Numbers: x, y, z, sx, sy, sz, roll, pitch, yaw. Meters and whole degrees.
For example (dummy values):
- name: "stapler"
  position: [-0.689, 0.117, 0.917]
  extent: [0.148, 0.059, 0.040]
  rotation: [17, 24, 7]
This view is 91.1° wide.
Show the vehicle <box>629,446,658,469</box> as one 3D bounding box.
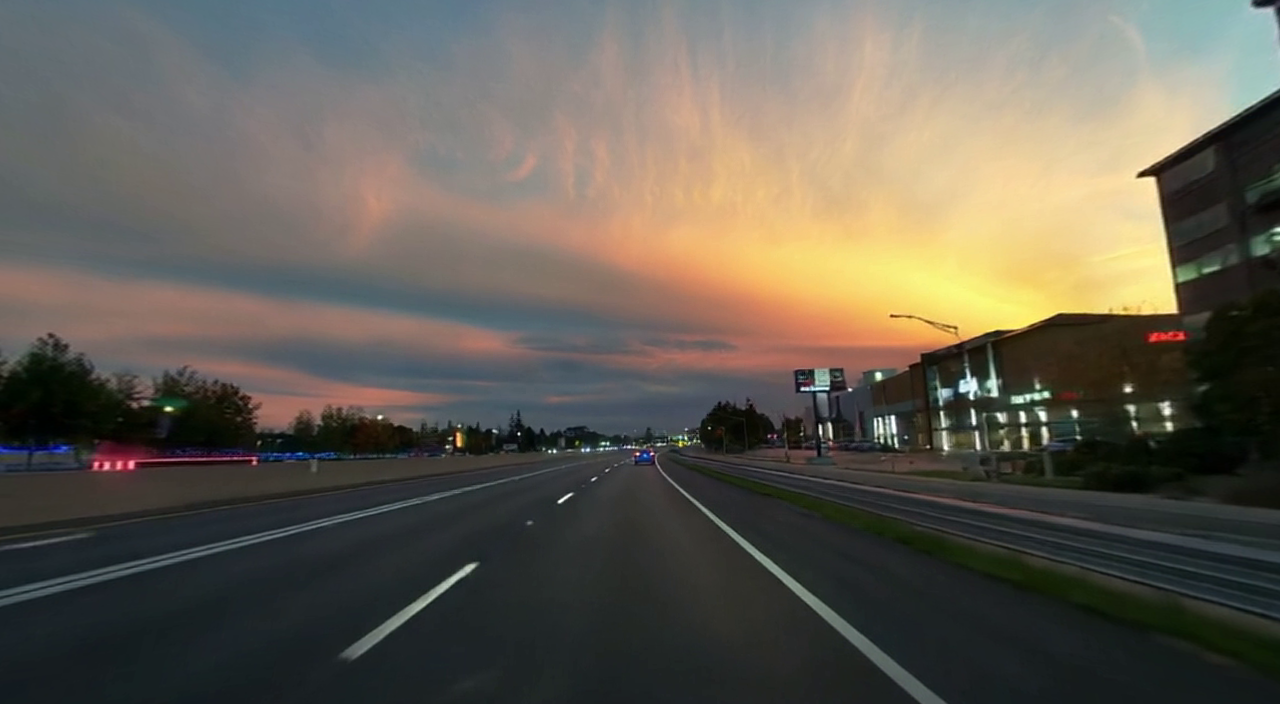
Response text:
- name: "vehicle"
  position: [0.247, 7.548, 45.082]
  extent: [2.014, 1.507, 3.960]
  rotation: [0, -9, 0]
